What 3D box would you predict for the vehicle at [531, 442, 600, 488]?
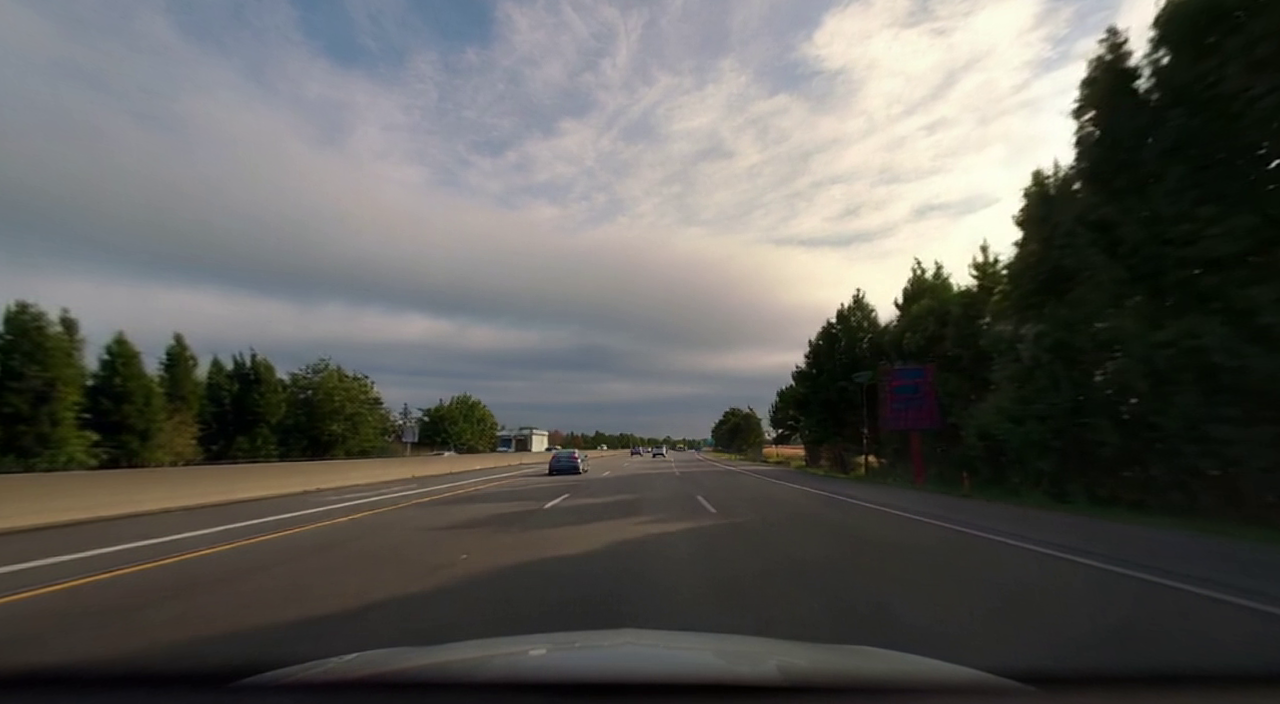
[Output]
[{"bbox_3d":[-2.708,4.245,23.920,1.959,1.571,4.313,-1,-9,2],"label":"vehicle"}]
